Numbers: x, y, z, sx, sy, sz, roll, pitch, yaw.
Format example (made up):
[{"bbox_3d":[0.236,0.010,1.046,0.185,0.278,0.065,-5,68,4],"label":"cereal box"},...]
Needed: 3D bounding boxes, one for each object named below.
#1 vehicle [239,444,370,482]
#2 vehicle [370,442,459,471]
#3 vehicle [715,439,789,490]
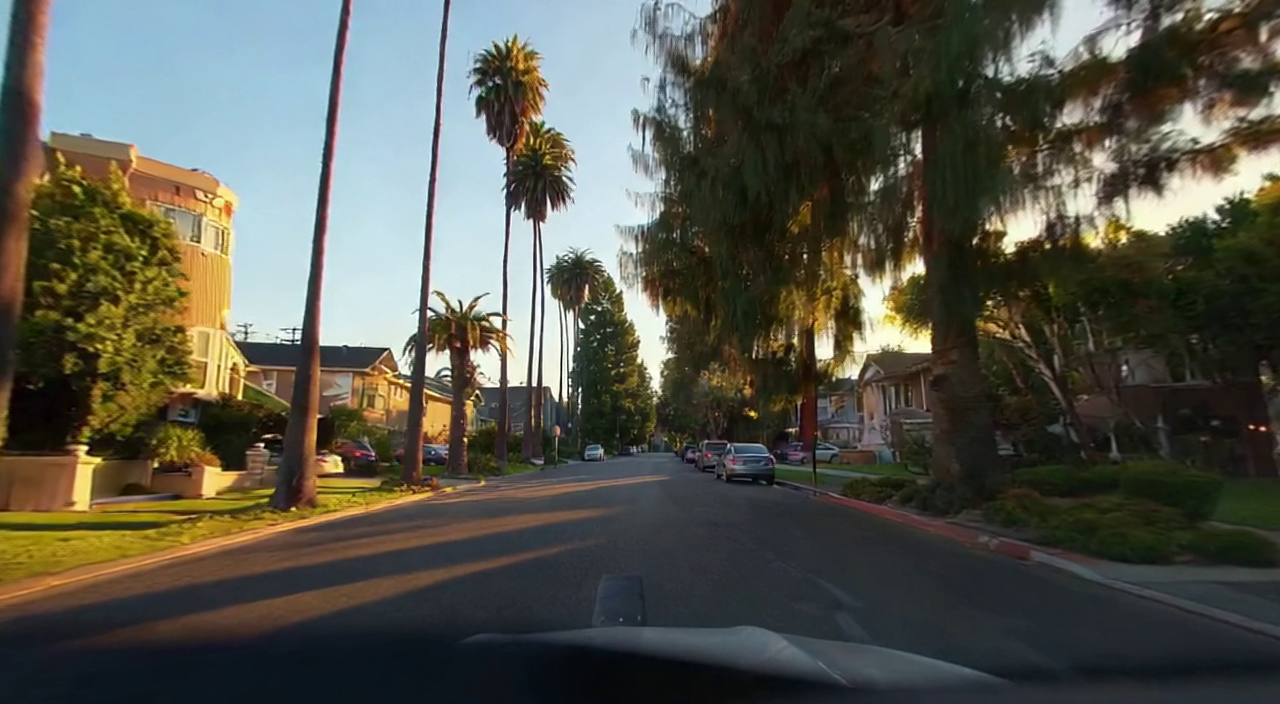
[{"bbox_3d":[-13.529,4.476,25.647,4.250,1.469,1.817,0,-9,3],"label":"vehicle"},{"bbox_3d":[-13.234,6.155,37.317,4.448,1.679,1.972,0,-9,2],"label":"vehicle"},{"bbox_3d":[4.217,4.306,24.613,1.971,1.663,5.076,2,-9,1],"label":"vehicle"}]
